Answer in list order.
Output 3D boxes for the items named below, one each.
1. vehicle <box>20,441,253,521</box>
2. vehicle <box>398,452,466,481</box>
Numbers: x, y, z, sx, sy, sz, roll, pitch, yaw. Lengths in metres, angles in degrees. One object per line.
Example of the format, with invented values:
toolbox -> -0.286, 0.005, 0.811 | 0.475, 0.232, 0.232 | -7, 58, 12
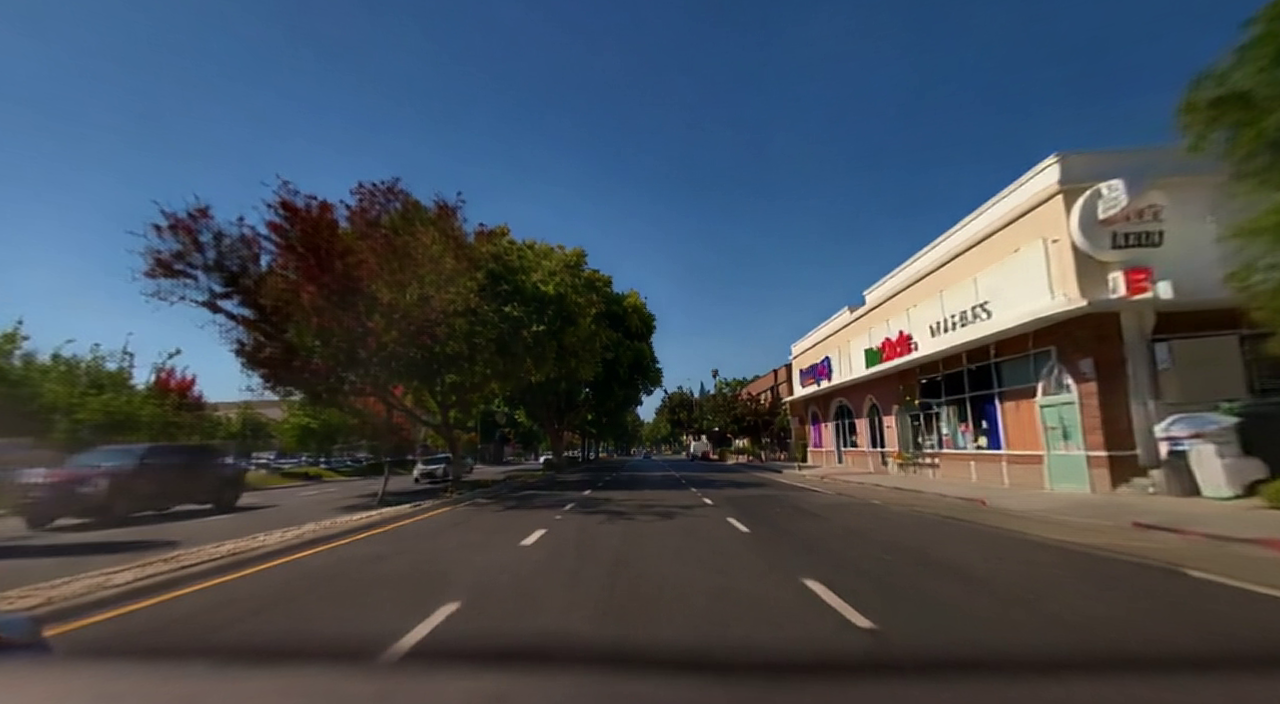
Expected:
vehicle -> -14.813, 3.780, 19.242 | 2.315, 1.998, 5.808 | -1, -9, 0
vehicle -> -11.447, 6.308, 35.003 | 2.241, 1.455, 4.343 | 0, -9, 0
